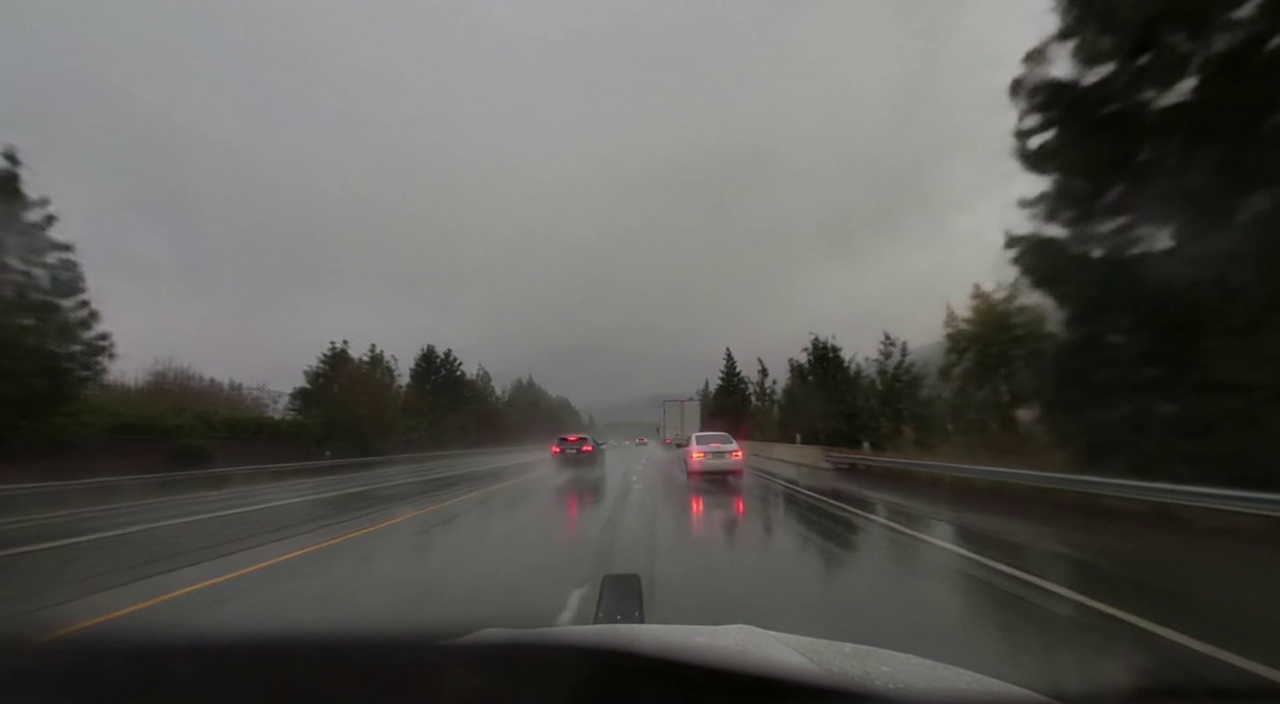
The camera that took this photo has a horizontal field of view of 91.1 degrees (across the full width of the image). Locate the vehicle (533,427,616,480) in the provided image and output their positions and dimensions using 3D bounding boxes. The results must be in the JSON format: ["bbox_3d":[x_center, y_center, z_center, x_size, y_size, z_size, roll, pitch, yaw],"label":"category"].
[{"bbox_3d":[-2.127,3.485,21.986,2.192,1.623,4.887,0,-8,2],"label":"vehicle"}]

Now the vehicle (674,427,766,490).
[{"bbox_3d":[2.079,2.922,17.673,2.072,1.534,4.300,0,-8,1],"label":"vehicle"}]
